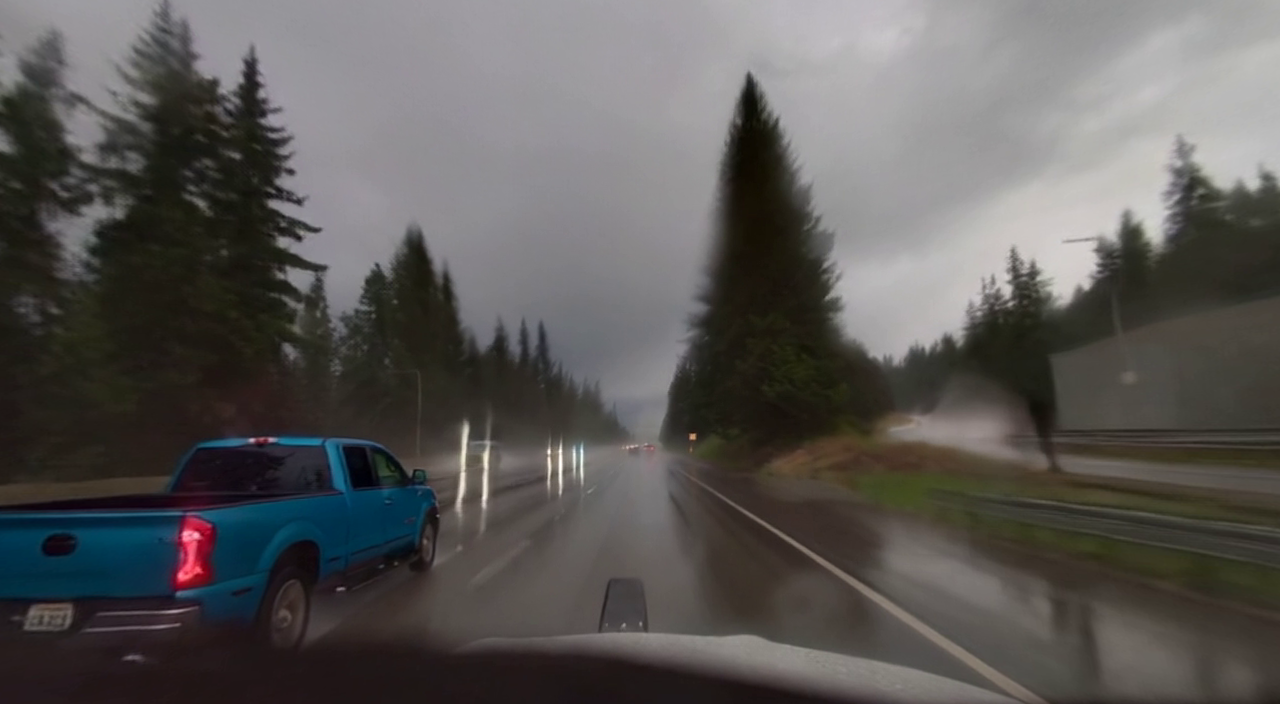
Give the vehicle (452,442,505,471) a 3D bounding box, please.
[{"bbox_3d":[-11.545,7.488,45.499,2.263,1.924,5.585,-1,-8,1],"label":"vehicle"}]
